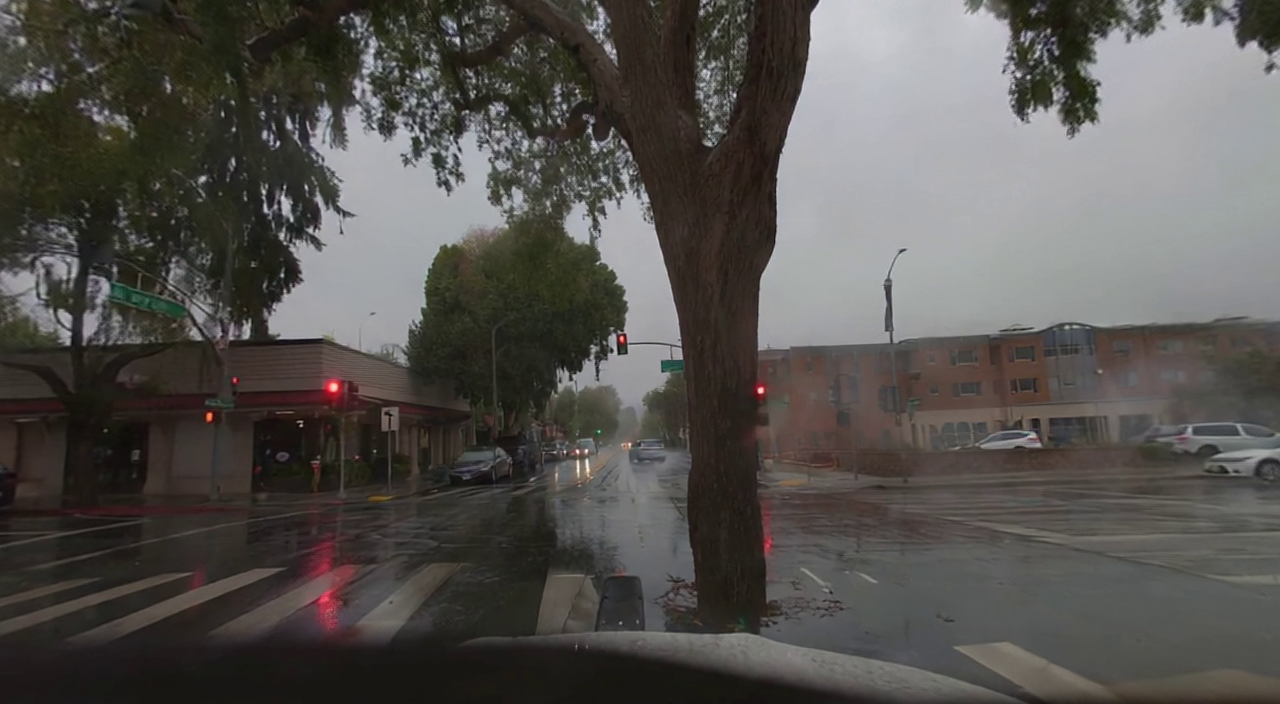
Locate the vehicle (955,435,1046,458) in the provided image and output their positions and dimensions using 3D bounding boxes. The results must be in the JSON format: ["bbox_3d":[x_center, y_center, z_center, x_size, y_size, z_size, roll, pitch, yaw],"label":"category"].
[{"bbox_3d":[24.968,6.552,43.838,5.172,1.515,1.851,0,-9,-2],"label":"vehicle"}]

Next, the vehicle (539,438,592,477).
[{"bbox_3d":[-3.649,5.280,31.914,2.120,1.783,4.788,0,-9,0],"label":"vehicle"}]

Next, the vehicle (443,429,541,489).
[{"bbox_3d":[-6.501,4.832,28.959,2.896,2.339,7.322,0,-9,-1],"label":"vehicle"}]

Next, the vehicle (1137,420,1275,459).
[{"bbox_3d":[33.263,5.158,37.238,5.969,2.149,2.331,0,-9,-4],"label":"vehicle"}]

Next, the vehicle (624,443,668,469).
[{"bbox_3d":[0.290,6.378,38.860,2.056,1.493,4.535,1,-9,-8],"label":"vehicle"}]
